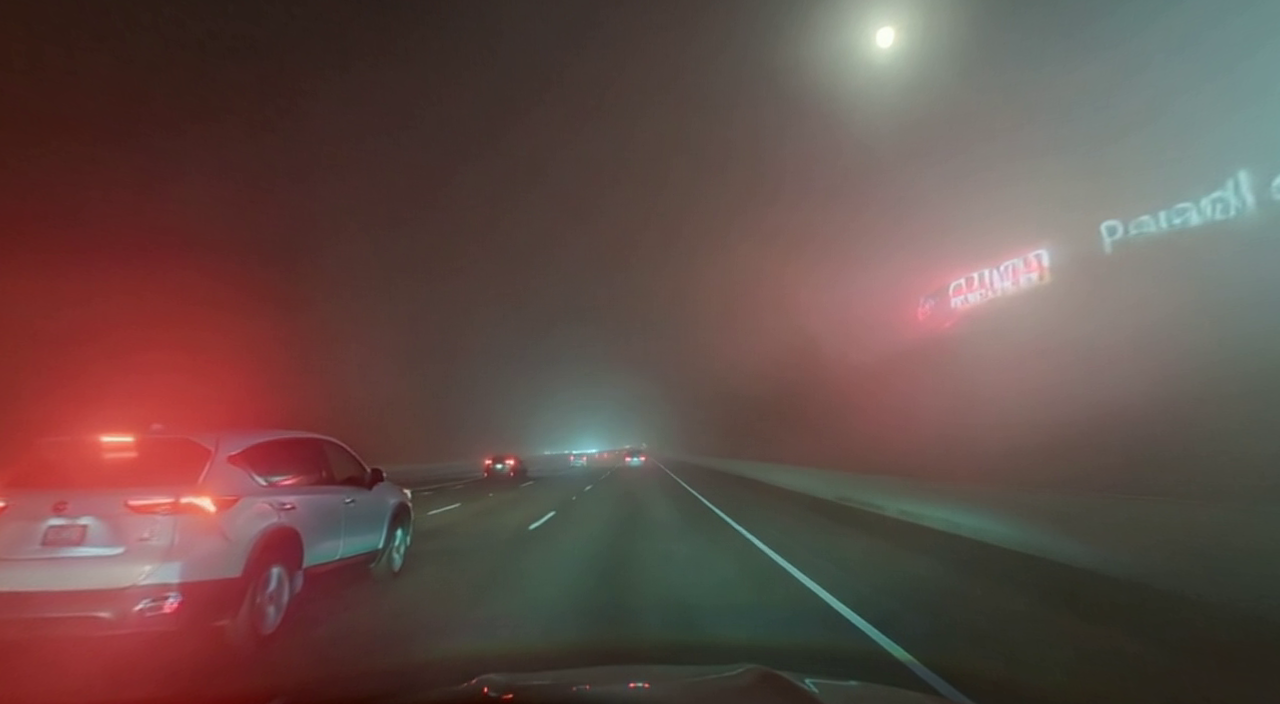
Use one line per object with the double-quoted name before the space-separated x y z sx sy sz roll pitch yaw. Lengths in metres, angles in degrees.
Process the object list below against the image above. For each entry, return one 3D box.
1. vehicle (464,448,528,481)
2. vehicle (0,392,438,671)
"vehicle" -7.154 5.622 31.805 1.998 1.542 4.953 0 -9 1
"vehicle" -3.825 1.464 6.264 2.059 1.725 4.521 0 -9 1
